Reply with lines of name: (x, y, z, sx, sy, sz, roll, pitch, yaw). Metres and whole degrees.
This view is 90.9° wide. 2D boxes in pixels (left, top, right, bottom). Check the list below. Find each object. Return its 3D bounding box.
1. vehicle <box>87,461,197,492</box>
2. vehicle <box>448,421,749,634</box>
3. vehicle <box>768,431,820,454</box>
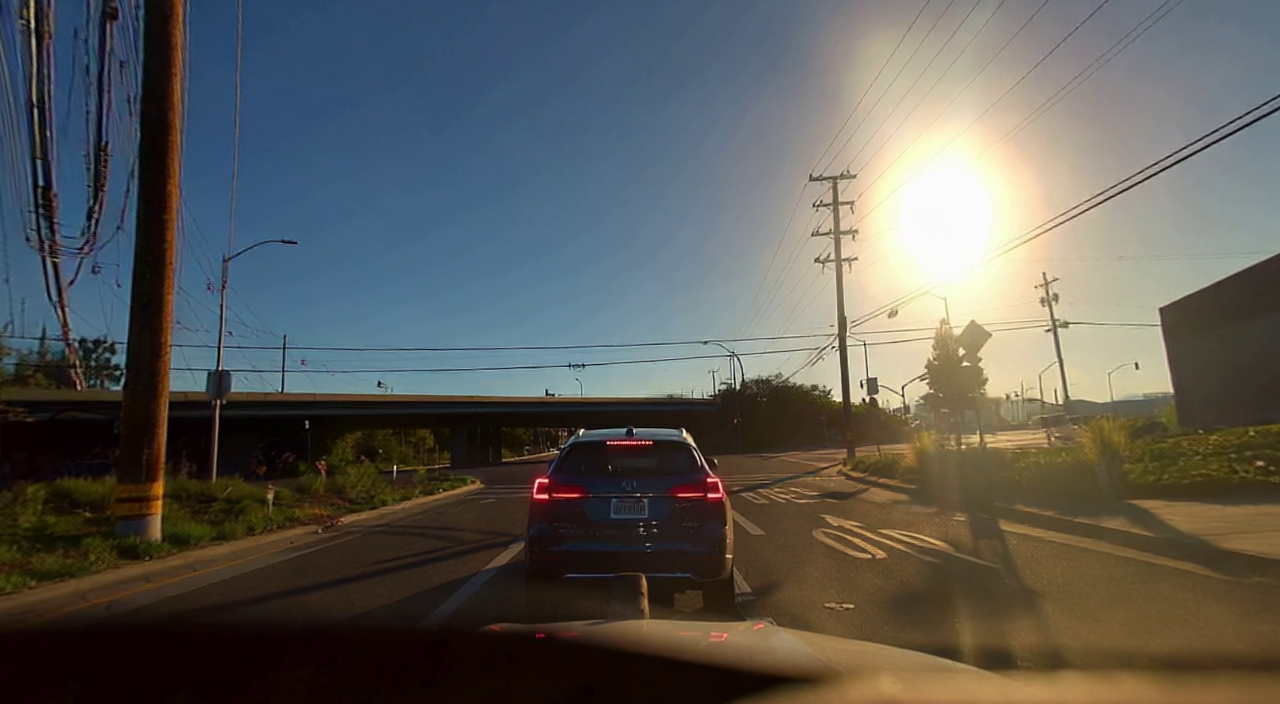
vehicle: (-28.563, 7.105, 36.283, 1.808, 1.539, 4.600, -8, -11, 40)
vehicle: (-0.251, 1.528, 6.463, 2.090, 1.458, 4.033, -1, -9, 1)
vehicle: (11.710, 6.853, 47.755, 1.901, 1.637, 4.435, -8, -12, 42)
